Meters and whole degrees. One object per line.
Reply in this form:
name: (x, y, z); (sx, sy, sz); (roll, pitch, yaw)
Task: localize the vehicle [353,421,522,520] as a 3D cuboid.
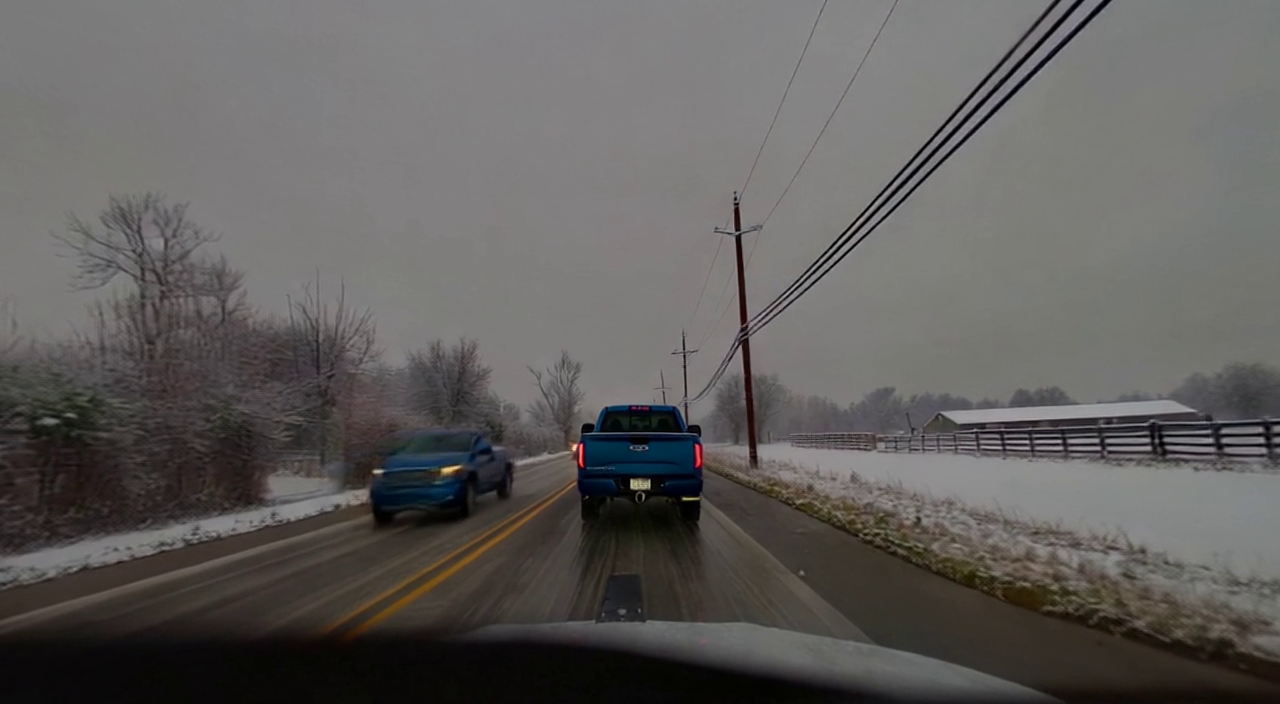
vehicle: (-4.171, 2.529, 14.023); (2.193, 1.805, 4.657); (0, -9, 0)

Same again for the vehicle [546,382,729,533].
vehicle: (-0.085, 1.994, 12.371); (2.693, 2.223, 5.885); (0, -9, -1)
